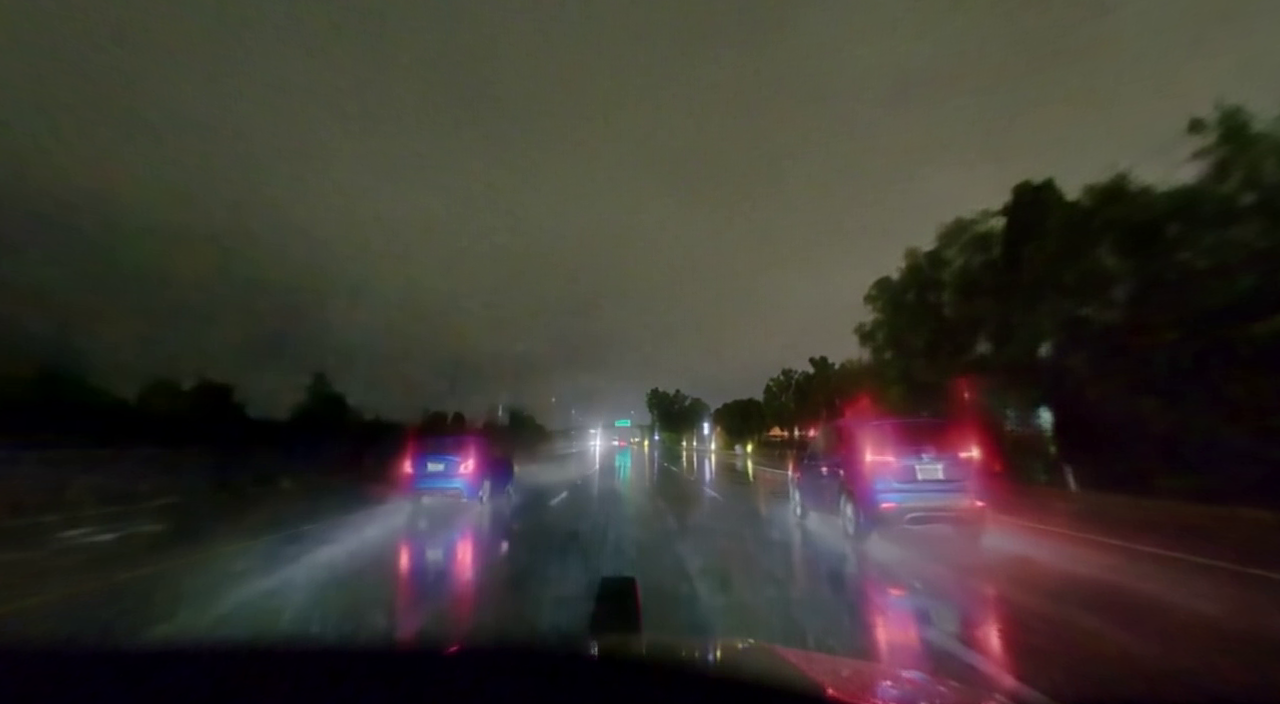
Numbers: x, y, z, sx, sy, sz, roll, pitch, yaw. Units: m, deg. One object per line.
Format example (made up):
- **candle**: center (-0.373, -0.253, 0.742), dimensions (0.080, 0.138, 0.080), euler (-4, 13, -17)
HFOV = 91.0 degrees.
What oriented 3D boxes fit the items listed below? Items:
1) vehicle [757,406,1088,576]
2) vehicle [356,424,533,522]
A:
- **vehicle**: center (3.217, 1.676, 8.408), dimensions (2.349, 1.651, 4.161), euler (0, -8, -2)
- **vehicle**: center (-3.629, 2.338, 12.735), dimensions (2.206, 1.604, 4.374), euler (0, -8, 0)
